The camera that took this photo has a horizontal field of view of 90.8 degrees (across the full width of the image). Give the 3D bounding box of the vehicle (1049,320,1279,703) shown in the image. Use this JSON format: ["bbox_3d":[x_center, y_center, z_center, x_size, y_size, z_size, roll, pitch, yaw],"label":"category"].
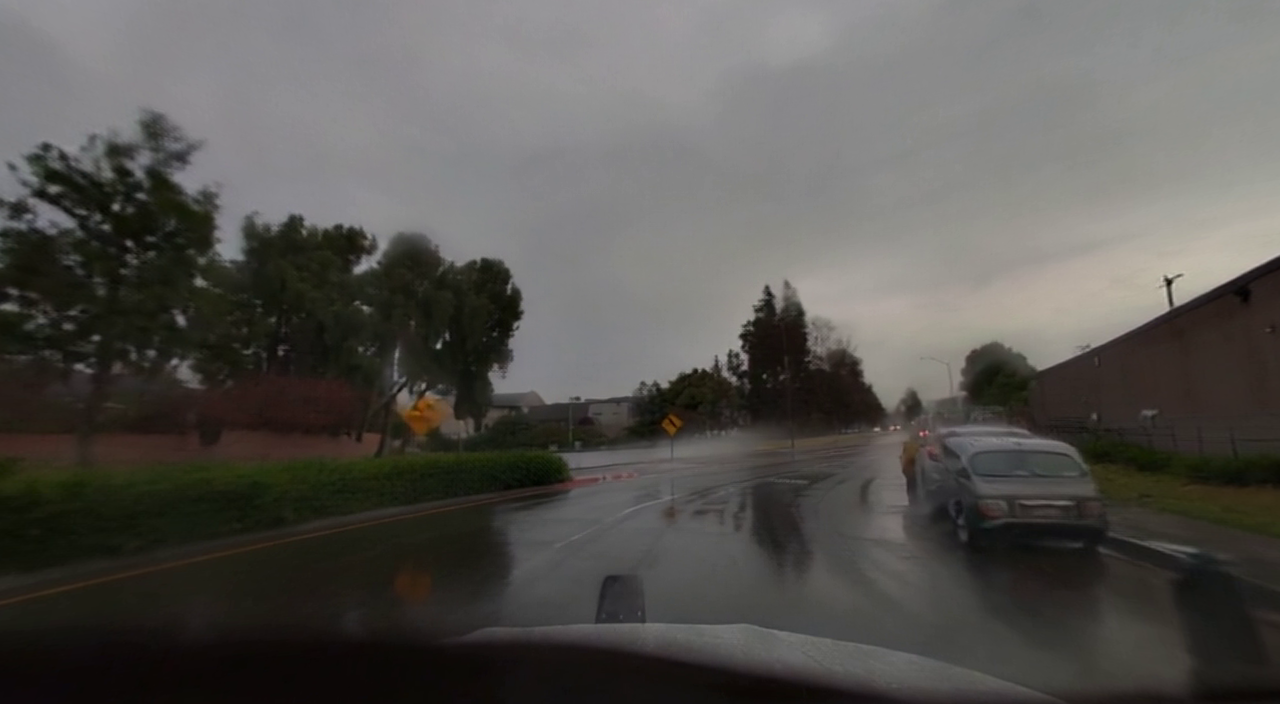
[{"bbox_3d":[3.976,0.695,2.258,2.269,1.841,4.569,-1,-8,6],"label":"vehicle"}]
